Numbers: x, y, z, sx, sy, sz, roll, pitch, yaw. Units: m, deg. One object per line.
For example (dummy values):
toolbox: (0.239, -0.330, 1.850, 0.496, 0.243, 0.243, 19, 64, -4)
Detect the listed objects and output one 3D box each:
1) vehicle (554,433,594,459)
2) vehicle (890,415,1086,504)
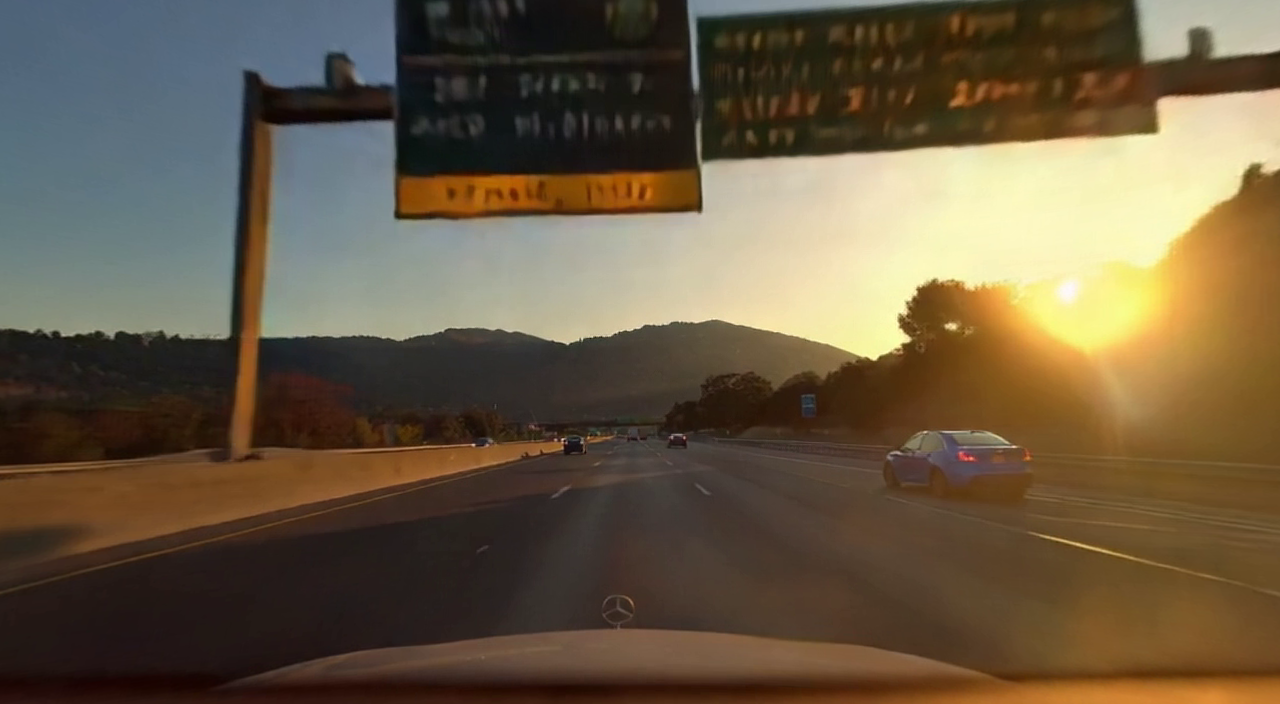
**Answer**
vehicle: (-3.967, 5.688, 38.296, 2.032, 1.465, 4.316, 0, -8, -1)
vehicle: (7.303, 2.276, 13.769, 1.956, 1.634, 3.935, 0, -8, -1)
